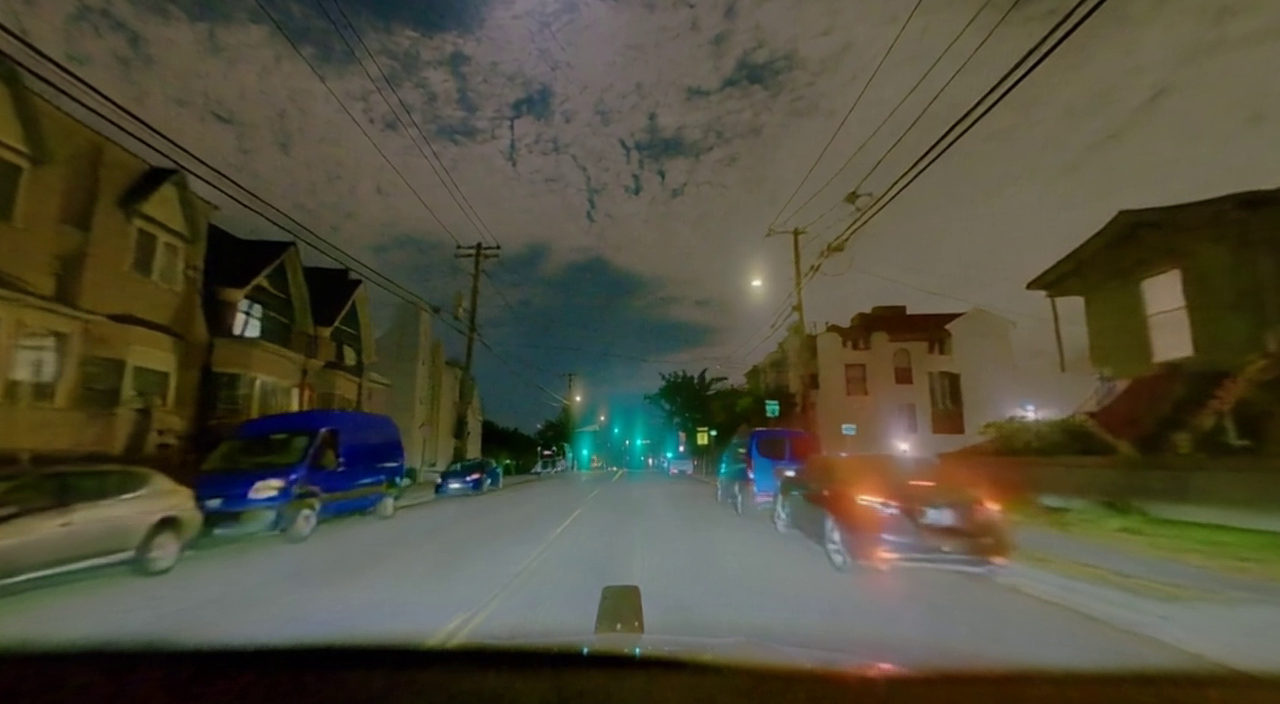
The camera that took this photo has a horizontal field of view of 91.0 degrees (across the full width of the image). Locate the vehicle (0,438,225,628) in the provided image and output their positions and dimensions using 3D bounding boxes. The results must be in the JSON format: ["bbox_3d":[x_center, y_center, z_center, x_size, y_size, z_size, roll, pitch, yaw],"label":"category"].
[{"bbox_3d":[-6.835,1.839,6.508,2.027,1.563,4.594,-3,-5,0],"label":"vehicle"}]

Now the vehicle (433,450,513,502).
[{"bbox_3d":[-6.822,5.067,26.274,2.057,1.632,4.730,0,-5,0],"label":"vehicle"}]

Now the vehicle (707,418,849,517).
[{"bbox_3d":[3.008,2.672,15.042,2.145,1.935,5.054,0,-9,-1],"label":"vehicle"}]

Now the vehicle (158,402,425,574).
[{"bbox_3d":[-6.877,2.512,13.542,2.508,2.712,5.809,-2,-4,0],"label":"vehicle"}]

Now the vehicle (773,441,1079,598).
[{"bbox_3d":[3.157,1.900,8.151,1.796,1.449,4.373,0,-8,-2],"label":"vehicle"}]

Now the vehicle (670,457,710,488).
[{"bbox_3d":[2.932,7.195,37.960,2.010,1.661,4.615,0,-9,-1],"label":"vehicle"}]
